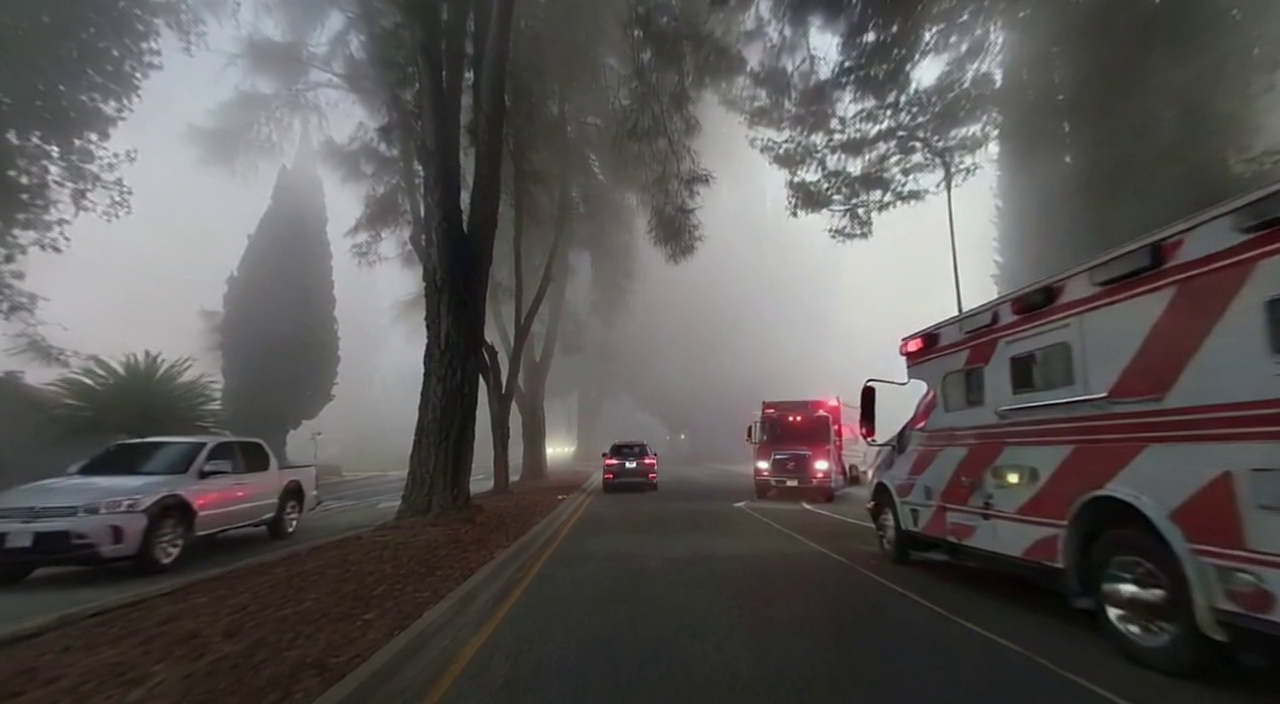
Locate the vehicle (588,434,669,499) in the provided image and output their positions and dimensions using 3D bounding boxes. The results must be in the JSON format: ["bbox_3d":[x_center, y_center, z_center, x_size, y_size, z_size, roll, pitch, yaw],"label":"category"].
[{"bbox_3d":[-0.271,3.273,18.420,2.106,1.655,3.717,0,-8,1],"label":"vehicle"}]

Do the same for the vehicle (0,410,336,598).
[{"bbox_3d":[-6.468,1.894,8.894,2.165,1.876,4.903,0,-8,-3],"label":"vehicle"}]

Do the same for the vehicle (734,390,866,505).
[{"bbox_3d":[5.017,2.887,19.020,2.654,2.824,5.794,-7,-10,23],"label":"vehicle"}]

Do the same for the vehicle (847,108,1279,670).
[{"bbox_3d":[5.113,0.578,5.822,2.885,3.246,9.408,0,-10,-2],"label":"vehicle"}]
